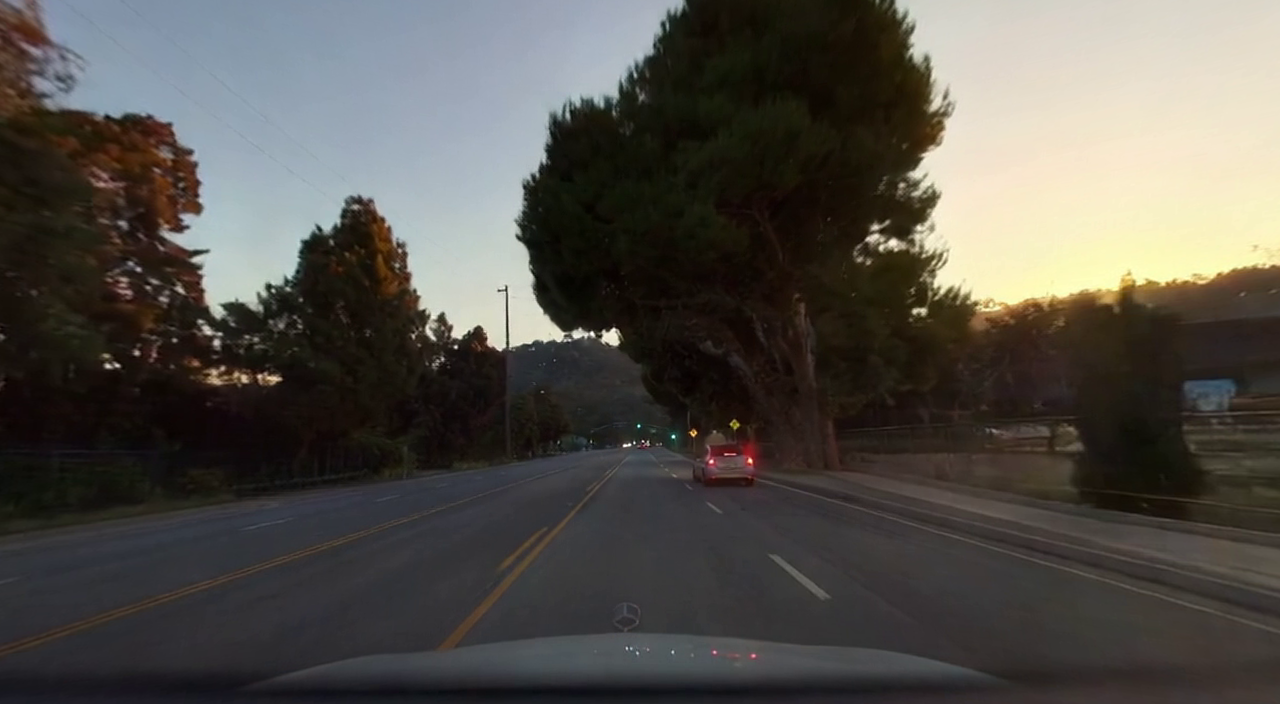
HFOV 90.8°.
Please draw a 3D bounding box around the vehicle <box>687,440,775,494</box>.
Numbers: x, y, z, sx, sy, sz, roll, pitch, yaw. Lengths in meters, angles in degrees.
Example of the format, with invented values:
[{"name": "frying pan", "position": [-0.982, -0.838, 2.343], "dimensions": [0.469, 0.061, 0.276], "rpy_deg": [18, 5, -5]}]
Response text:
[{"name": "vehicle", "position": [2.706, 3.549, 19.913], "dimensions": [2.042, 1.469, 4.470], "rpy_deg": [0, -8, -1]}]
